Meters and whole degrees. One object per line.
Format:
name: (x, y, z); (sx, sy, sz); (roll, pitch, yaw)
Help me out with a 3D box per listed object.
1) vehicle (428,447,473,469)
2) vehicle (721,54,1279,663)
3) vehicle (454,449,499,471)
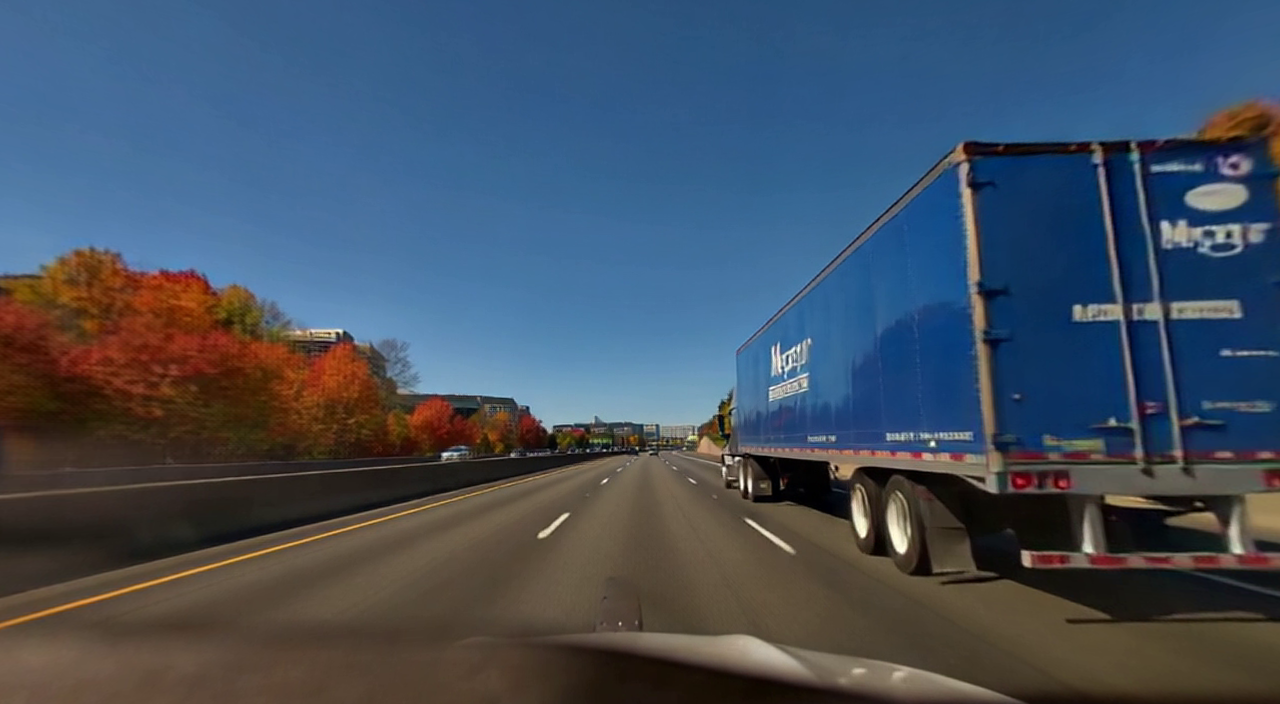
vehicle: (-14.880, 8.297, 49.359); (2.075, 1.608, 4.299); (-1, -9, 2)
vehicle: (4.105, 1.179, 12.261); (3.003, 3.880, 16.814); (0, -9, 1)
vehicle: (-11.522, 7.610, 44.365); (1.911, 1.494, 4.303); (-1, -9, 2)
